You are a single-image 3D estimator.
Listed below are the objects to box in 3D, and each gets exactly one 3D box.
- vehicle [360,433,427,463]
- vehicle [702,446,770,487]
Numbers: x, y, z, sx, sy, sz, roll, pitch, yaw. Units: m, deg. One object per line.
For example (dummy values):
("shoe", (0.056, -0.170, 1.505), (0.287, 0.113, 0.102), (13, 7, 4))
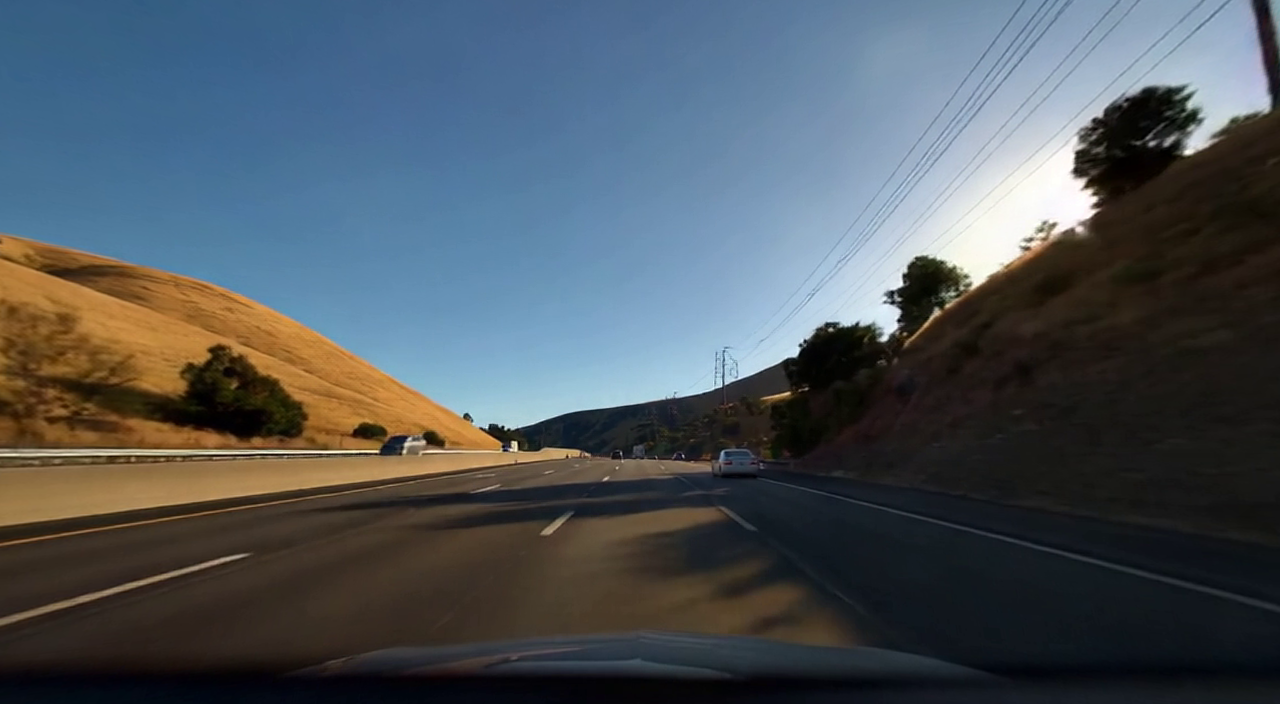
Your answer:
("vehicle", (-14.433, 5.662, 37.187), (1.886, 1.632, 4.799), (0, -9, 1))
("vehicle", (3.864, 4.677, 26.114), (2.086, 1.542, 4.355), (0, -8, 0))
